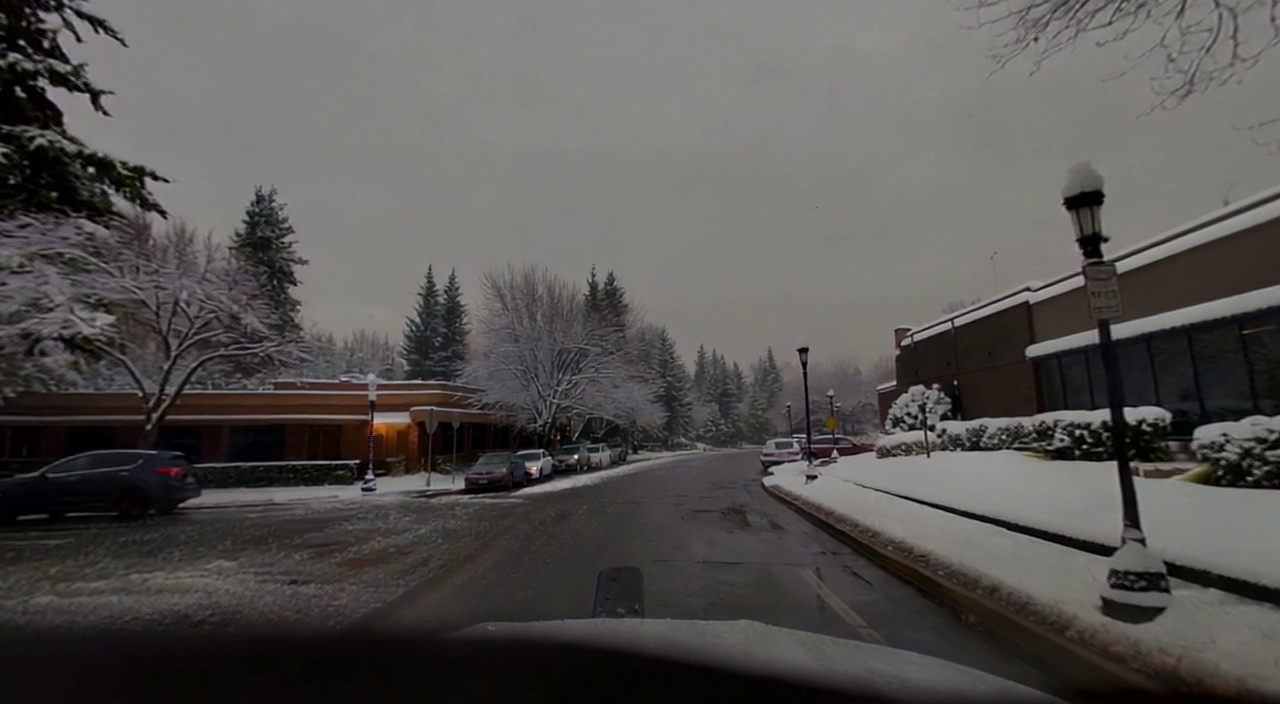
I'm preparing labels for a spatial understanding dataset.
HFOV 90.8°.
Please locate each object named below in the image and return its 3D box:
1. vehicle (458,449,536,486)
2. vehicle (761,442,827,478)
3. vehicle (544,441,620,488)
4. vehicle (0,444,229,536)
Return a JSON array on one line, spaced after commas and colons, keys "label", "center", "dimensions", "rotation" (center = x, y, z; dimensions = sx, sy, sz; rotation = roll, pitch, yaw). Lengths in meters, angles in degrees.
[{"label": "vehicle", "center": [-6.056, 4.949, 27.409], "dimensions": [1.968, 1.443, 4.358], "rotation": [-1, -9, 6]}, {"label": "vehicle", "center": [6.706, 4.744, 28.014], "dimensions": [1.918, 1.461, 4.419], "rotation": [0, -9, 1]}, {"label": "vehicle", "center": [-2.138, 4.357, 24.757], "dimensions": [2.110, 1.651, 4.410], "rotation": [-1, -9, 7]}, {"label": "vehicle", "center": [-10.947, 2.663, 12.530], "dimensions": [4.106, 1.620, 2.065], "rotation": [0, -9, 1]}]
